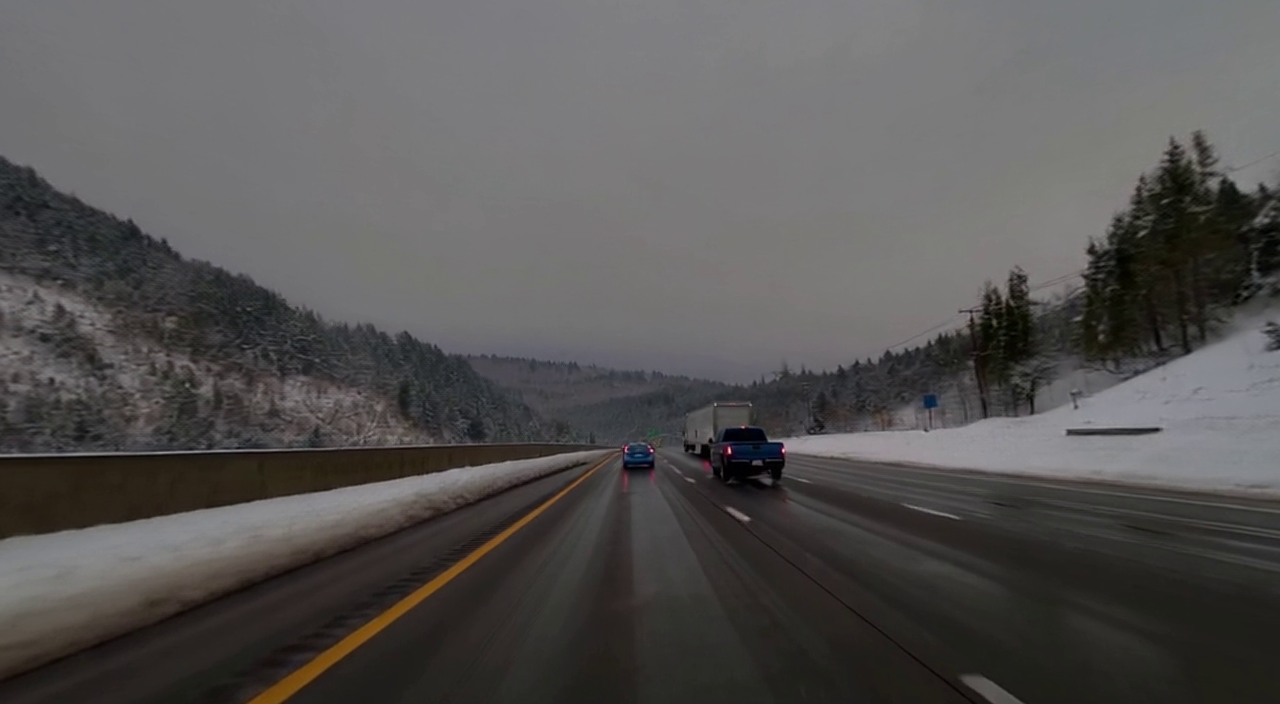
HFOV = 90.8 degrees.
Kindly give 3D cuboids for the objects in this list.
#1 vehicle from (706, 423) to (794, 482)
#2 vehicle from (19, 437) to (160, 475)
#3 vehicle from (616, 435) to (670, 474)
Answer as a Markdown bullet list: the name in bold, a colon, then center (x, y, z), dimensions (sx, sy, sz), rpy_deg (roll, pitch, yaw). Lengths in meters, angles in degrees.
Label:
- **vehicle**: center (3.650, 3.461, 21.888), dimensions (2.098, 1.794, 4.561), rpy_deg (0, -9, -2)
- **vehicle**: center (-27.993, 5.306, 32.472), dimensions (2.099, 1.730, 5.722), rpy_deg (0, -9, 0)
- **vehicle**: center (0.082, 4.286, 26.521), dimensions (2.083, 1.477, 3.965), rpy_deg (0, -9, -1)
